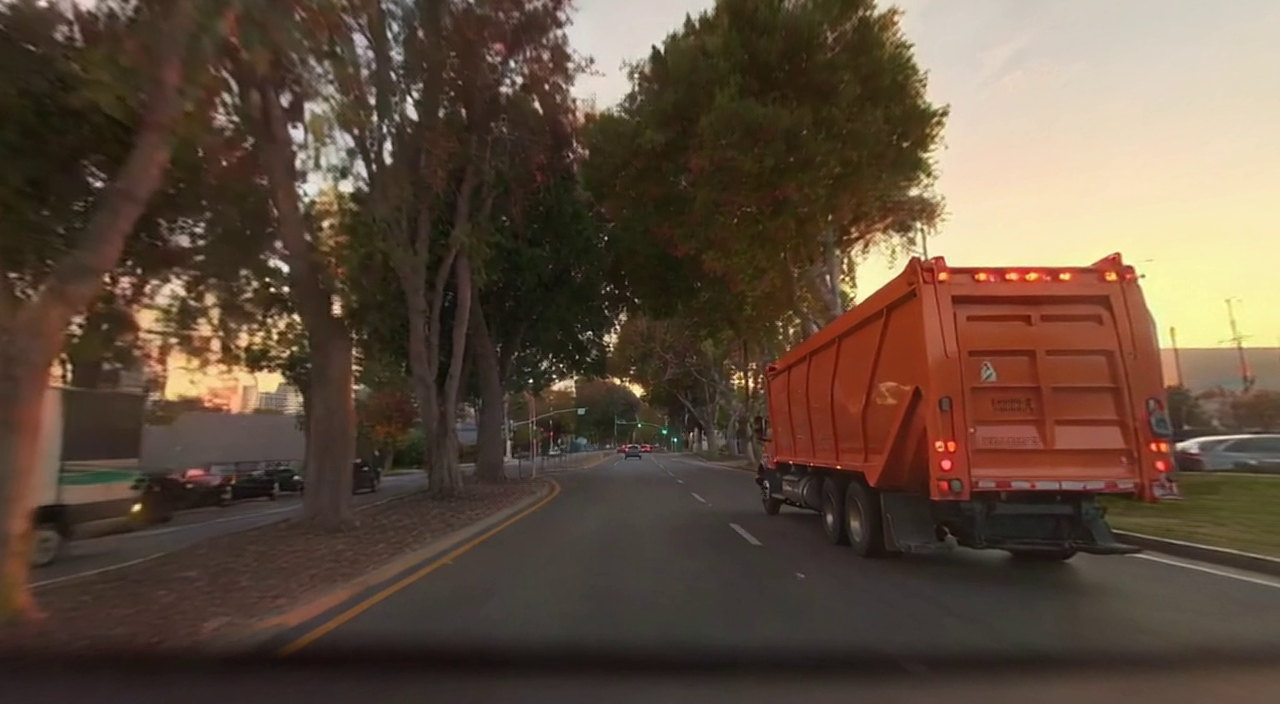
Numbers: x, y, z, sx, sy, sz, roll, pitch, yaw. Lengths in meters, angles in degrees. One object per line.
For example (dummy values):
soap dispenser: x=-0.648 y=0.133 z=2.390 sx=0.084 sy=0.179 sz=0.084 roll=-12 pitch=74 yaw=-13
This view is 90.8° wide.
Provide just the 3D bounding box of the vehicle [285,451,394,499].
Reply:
vehicle: x=-13.786 y=5.652 z=29.539 sx=2.290 sy=1.943 sz=5.833 roll=0 pitch=-9 yaw=-1

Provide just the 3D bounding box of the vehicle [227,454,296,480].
vehicle: x=-28.313 y=8.652 z=47.515 sx=1.978 sy=1.781 sz=4.917 roll=-3 pitch=-11 yaw=3

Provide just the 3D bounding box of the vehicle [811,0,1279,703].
vehicle: x=3.967 y=0.230 z=3.938 sx=2.731 sy=3.407 sz=10.262 roll=0 pitch=-9 yaw=-1

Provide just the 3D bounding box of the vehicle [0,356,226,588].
vehicle: x=-10.255 y=1.651 z=8.663 sx=3.257 sy=3.085 sz=9.164 roll=0 pitch=-9 yaw=-3
